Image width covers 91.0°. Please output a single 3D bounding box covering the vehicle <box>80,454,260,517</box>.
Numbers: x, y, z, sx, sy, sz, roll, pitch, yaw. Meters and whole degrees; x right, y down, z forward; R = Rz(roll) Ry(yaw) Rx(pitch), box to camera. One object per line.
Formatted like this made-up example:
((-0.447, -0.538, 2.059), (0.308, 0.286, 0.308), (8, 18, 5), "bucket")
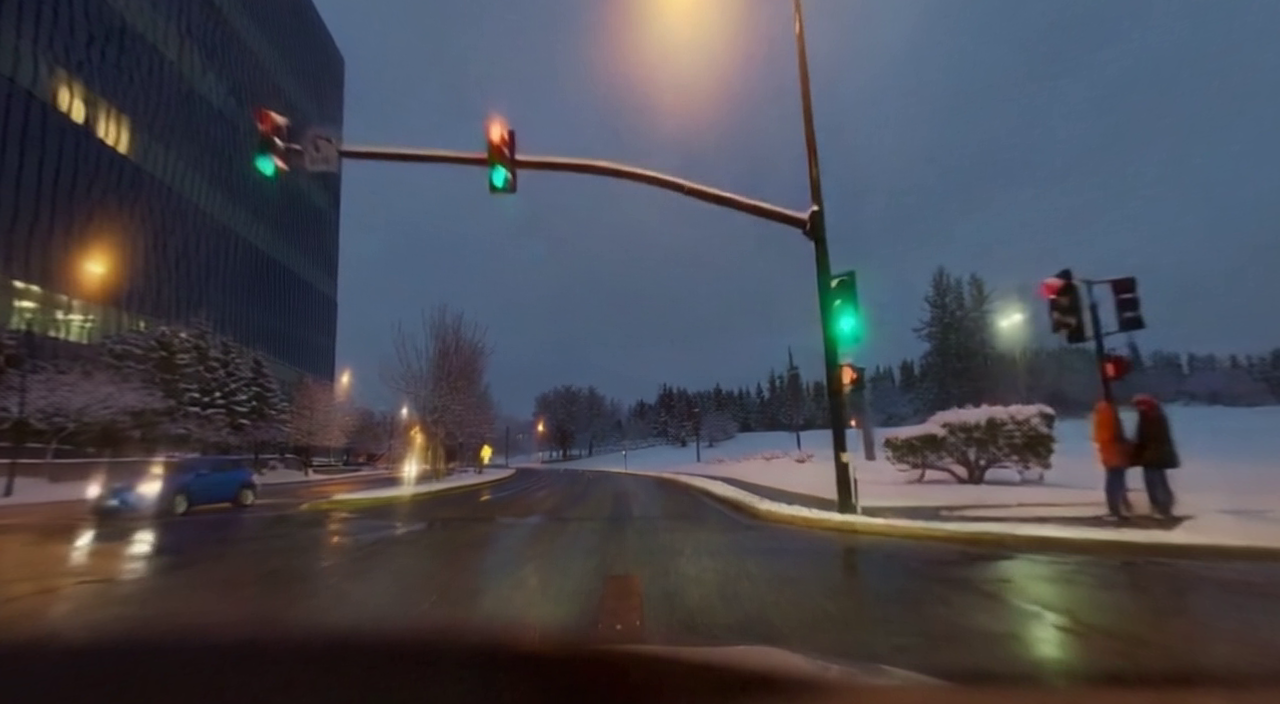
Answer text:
((-12.822, 3.631, 17.628), (1.906, 1.502, 4.396), (2, -9, -5), "vehicle")
